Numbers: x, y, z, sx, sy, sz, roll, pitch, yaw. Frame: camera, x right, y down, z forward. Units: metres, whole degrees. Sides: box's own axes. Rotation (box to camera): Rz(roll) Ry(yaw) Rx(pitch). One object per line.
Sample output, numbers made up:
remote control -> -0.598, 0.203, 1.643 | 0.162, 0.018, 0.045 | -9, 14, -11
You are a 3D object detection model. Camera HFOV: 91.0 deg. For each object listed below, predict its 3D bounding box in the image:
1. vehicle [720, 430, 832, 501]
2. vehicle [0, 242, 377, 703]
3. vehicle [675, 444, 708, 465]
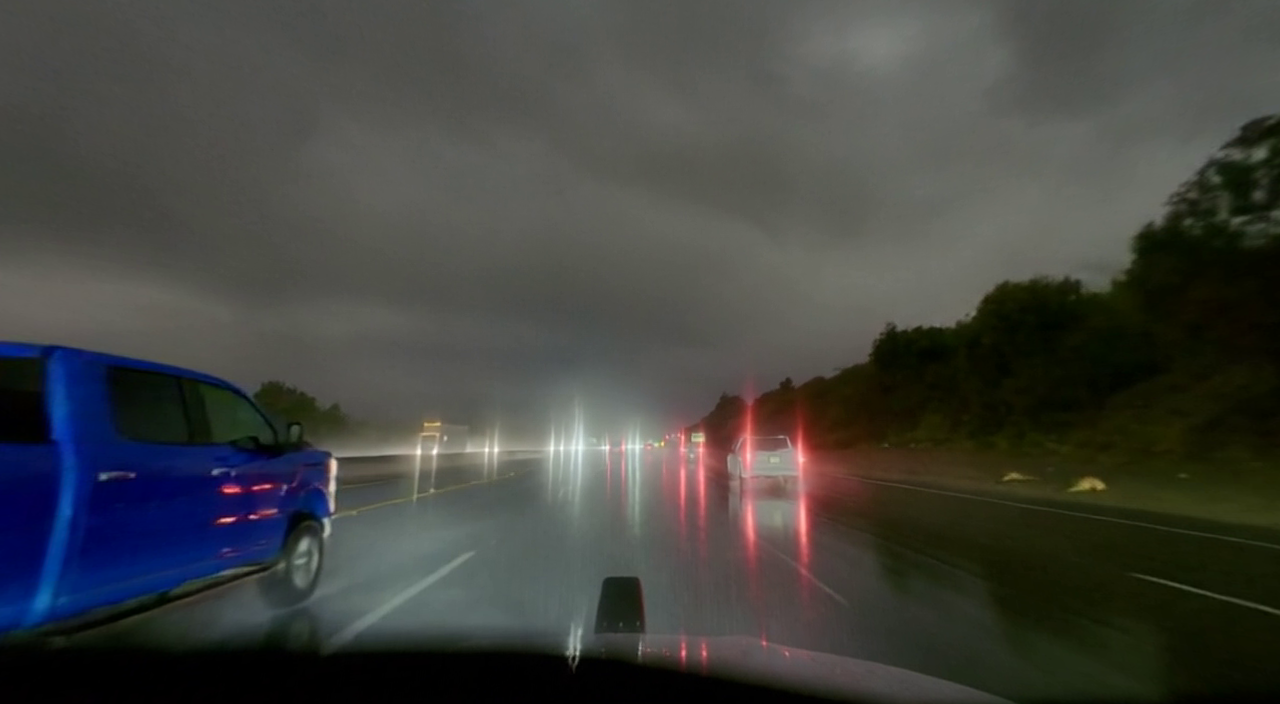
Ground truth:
vehicle -> 3.514, 3.019, 17.119 | 2.095, 1.668, 4.135 | 0, -9, 0
vehicle -> -4.000, 0.736, 3.356 | 2.496, 2.203, 6.317 | 0, -9, -1
vehicle -> 3.765, 7.540, 46.493 | 2.047, 1.501, 4.237 | 0, -9, 0
